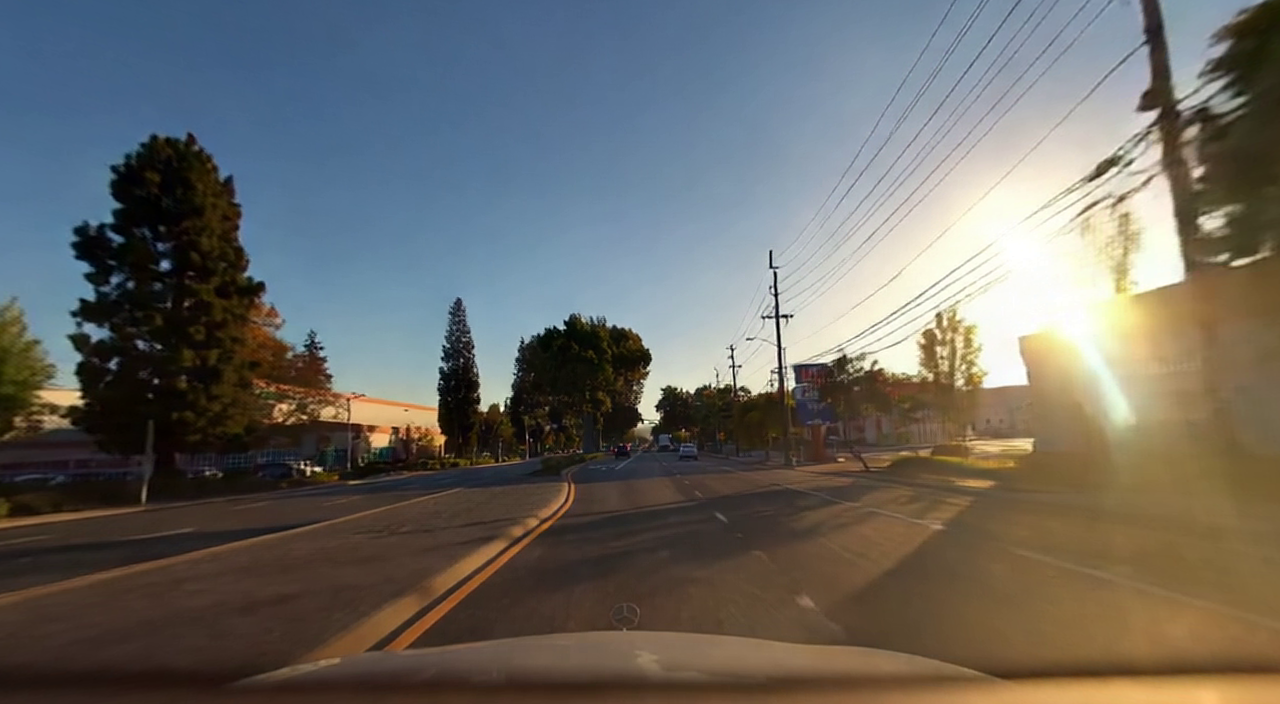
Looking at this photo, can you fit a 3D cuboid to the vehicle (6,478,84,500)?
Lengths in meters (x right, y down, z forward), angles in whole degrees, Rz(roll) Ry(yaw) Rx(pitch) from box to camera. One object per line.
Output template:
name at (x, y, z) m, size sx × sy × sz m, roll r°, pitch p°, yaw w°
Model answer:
vehicle at (-46.819, 10.769, 49.849) m, size 1.738 × 1.424 × 4.544 m, roll 0°, pitch -9°, yaw -1°
